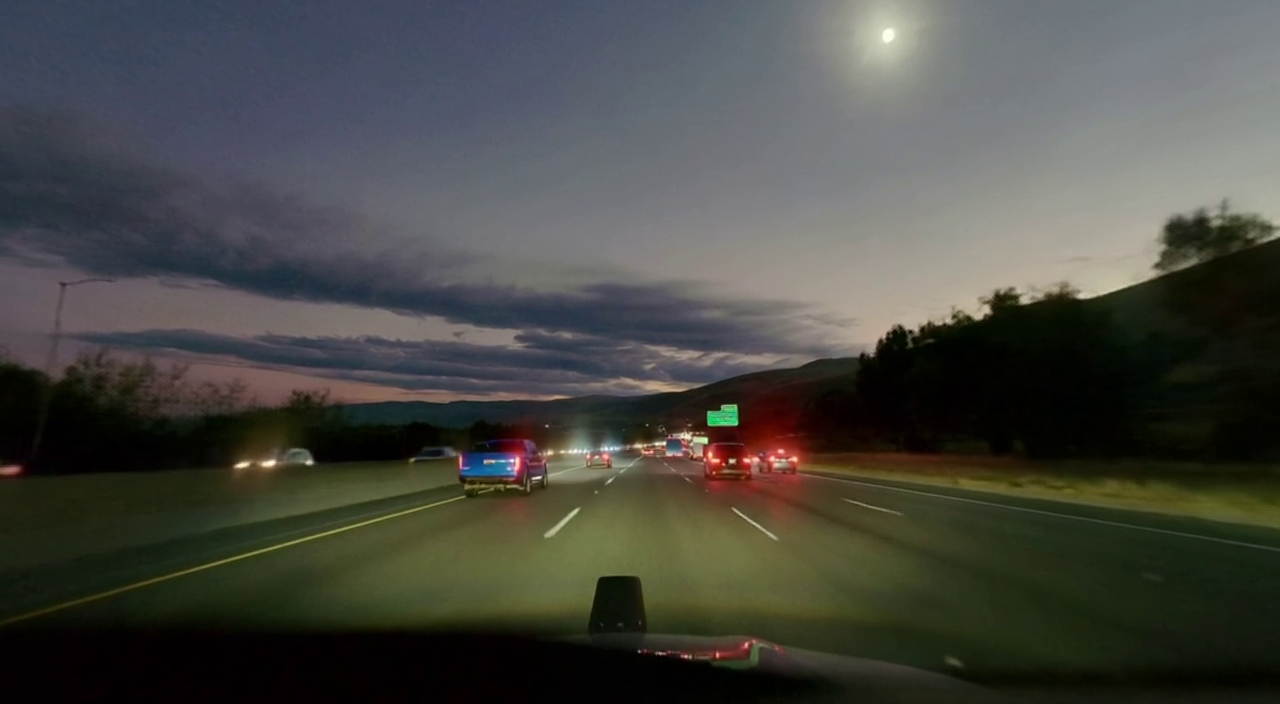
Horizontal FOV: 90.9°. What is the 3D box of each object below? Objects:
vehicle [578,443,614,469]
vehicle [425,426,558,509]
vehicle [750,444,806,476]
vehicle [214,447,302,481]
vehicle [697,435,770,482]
[{"bbox_3d":[-3.192,7.646,46.516,2.235,1.785,4.386,-1,-8,1],"label":"vehicle"},{"bbox_3d":[-3.710,2.992,16.942,2.227,1.853,5.161,-1,-8,1],"label":"vehicle"},{"bbox_3d":[7.912,6.229,36.656,2.104,1.724,4.701,0,-8,-1],"label":"vehicle"},{"bbox_3d":[-20.374,5.953,33.869,1.884,1.693,4.476,0,-8,0],"label":"vehicle"},{"bbox_3d":[4.213,4.940,29.543,2.424,1.952,5.611,0,-8,-1],"label":"vehicle"}]
